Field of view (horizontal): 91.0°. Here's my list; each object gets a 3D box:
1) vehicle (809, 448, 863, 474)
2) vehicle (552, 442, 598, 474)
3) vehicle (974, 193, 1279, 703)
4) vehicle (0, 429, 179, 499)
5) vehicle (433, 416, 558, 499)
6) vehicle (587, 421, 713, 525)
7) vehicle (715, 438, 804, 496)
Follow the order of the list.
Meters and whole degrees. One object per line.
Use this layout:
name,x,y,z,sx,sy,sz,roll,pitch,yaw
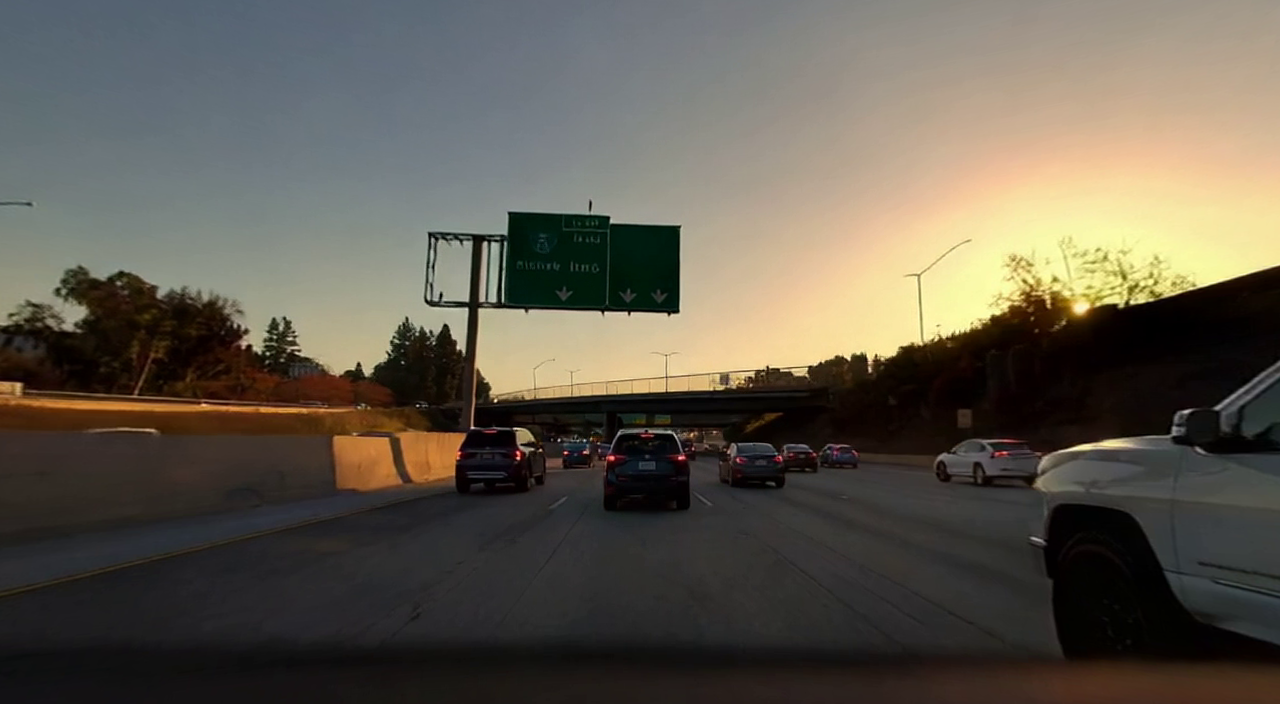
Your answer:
vehicle,12.115,6.754,39.233,1.945,1.498,4.385,1,-9,0
vehicle,-3.611,5.995,35.786,1.982,1.655,4.604,0,-9,2
vehicle,3.550,0.455,1.799,2.300,2.242,5.327,0,-9,1
vehicle,-17.831,3.566,20.394,2.024,1.946,4.793,0,-9,1
vehicle,-4.107,3.170,19.228,2.212,2.101,6.052,0,-9,1
vehicle,0.209,2.415,13.044,2.181,1.756,4.167,0,-9,1
vehicle,3.726,3.672,20.563,2.022,1.633,4.651,1,-9,0
